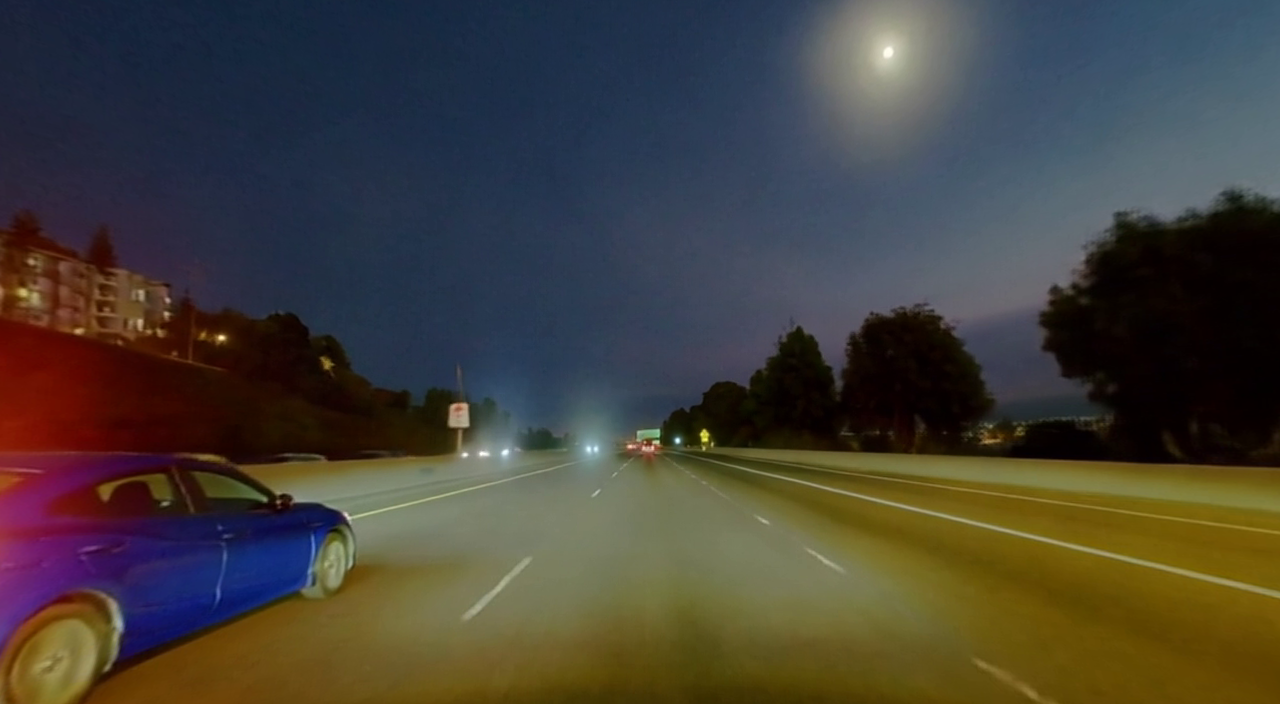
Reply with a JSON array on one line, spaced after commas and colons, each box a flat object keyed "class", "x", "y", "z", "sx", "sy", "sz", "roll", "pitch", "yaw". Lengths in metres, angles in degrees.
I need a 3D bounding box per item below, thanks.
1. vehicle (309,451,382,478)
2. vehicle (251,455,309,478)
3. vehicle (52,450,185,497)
[{"class": "vehicle", "x": -18.240, "y": 6.975, "z": 39.353, "sx": 2.143, "sy": 1.478, "sz": 4.829, "roll": 0, "pitch": -8, "yaw": 1}, {"class": "vehicle", "x": -25.111, "y": 7.976, "z": 44.108, "sx": 1.791, "sy": 1.520, "sz": 3.763, "roll": 0, "pitch": -8, "yaw": 1}, {"class": "vehicle", "x": -21.421, "y": 4.949, "z": 26.169, "sx": 1.902, "sy": 1.751, "sz": 4.150, "roll": 0, "pitch": -8, "yaw": 0}]
